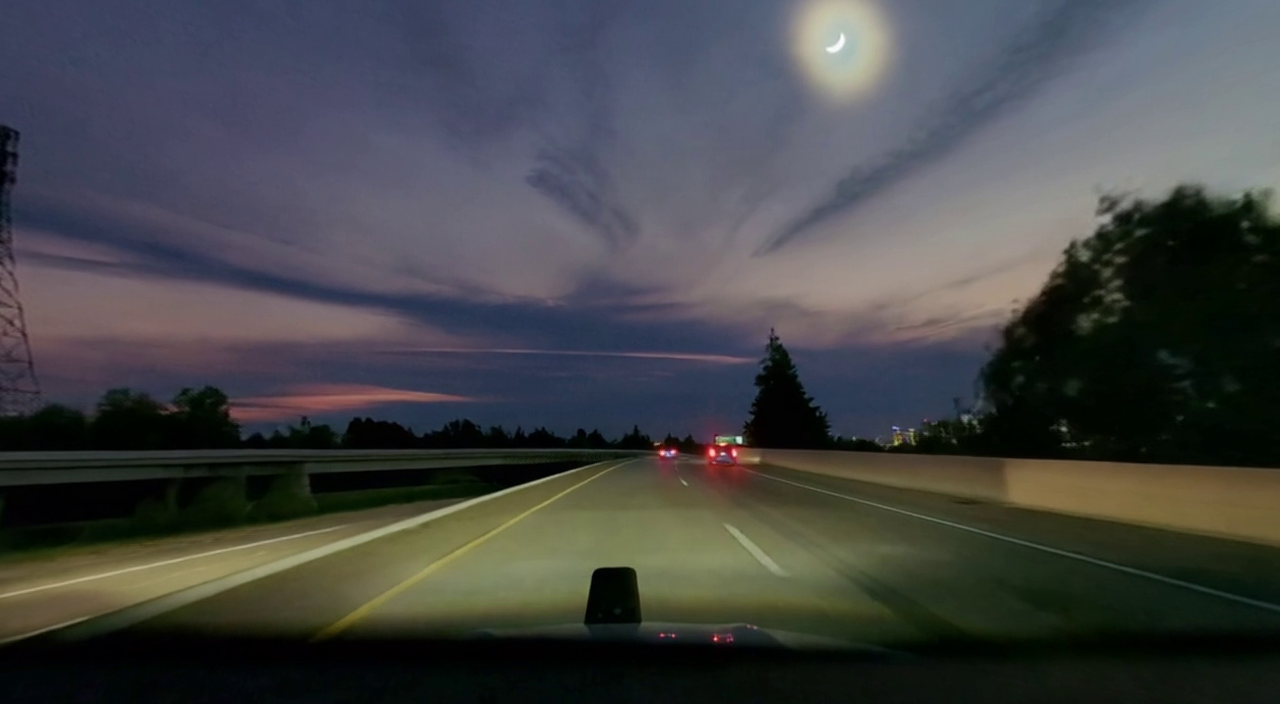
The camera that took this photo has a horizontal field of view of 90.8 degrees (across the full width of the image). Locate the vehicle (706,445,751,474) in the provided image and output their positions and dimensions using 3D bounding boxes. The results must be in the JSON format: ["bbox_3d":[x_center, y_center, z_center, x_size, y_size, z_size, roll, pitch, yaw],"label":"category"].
[{"bbox_3d":[5.007,6.132,36.177,2.030,1.526,4.165,0,-9,1],"label":"vehicle"}]
